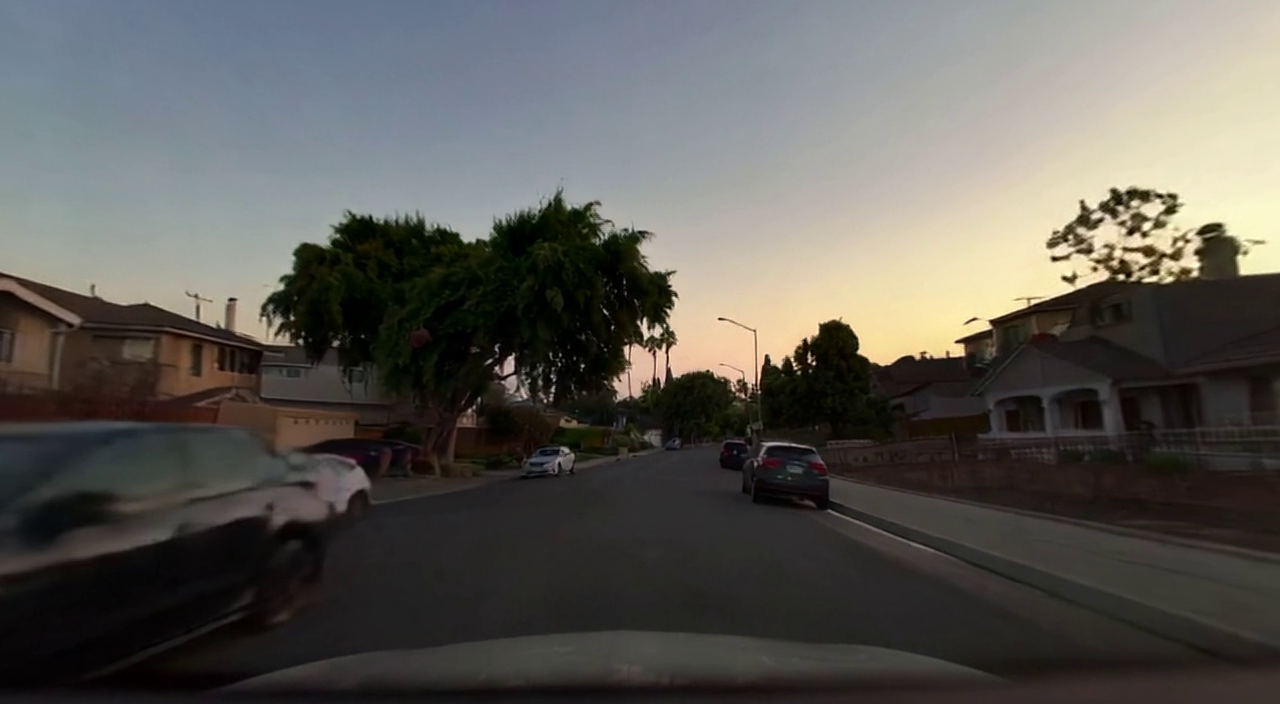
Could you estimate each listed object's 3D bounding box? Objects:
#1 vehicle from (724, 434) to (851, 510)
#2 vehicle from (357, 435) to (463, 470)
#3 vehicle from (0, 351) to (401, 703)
[{"bbox_3d":[3.278,2.761,14.949,2.045,1.519,4.231,0,-8,1],"label":"vehicle"},{"bbox_3d":[-12.248,5.364,33.622,5.015,1.746,1.968,-2,-9,13],"label":"vehicle"},{"bbox_3d":[-3.722,1.119,4.061,2.305,1.781,4.834,-1,-8,2],"label":"vehicle"}]
